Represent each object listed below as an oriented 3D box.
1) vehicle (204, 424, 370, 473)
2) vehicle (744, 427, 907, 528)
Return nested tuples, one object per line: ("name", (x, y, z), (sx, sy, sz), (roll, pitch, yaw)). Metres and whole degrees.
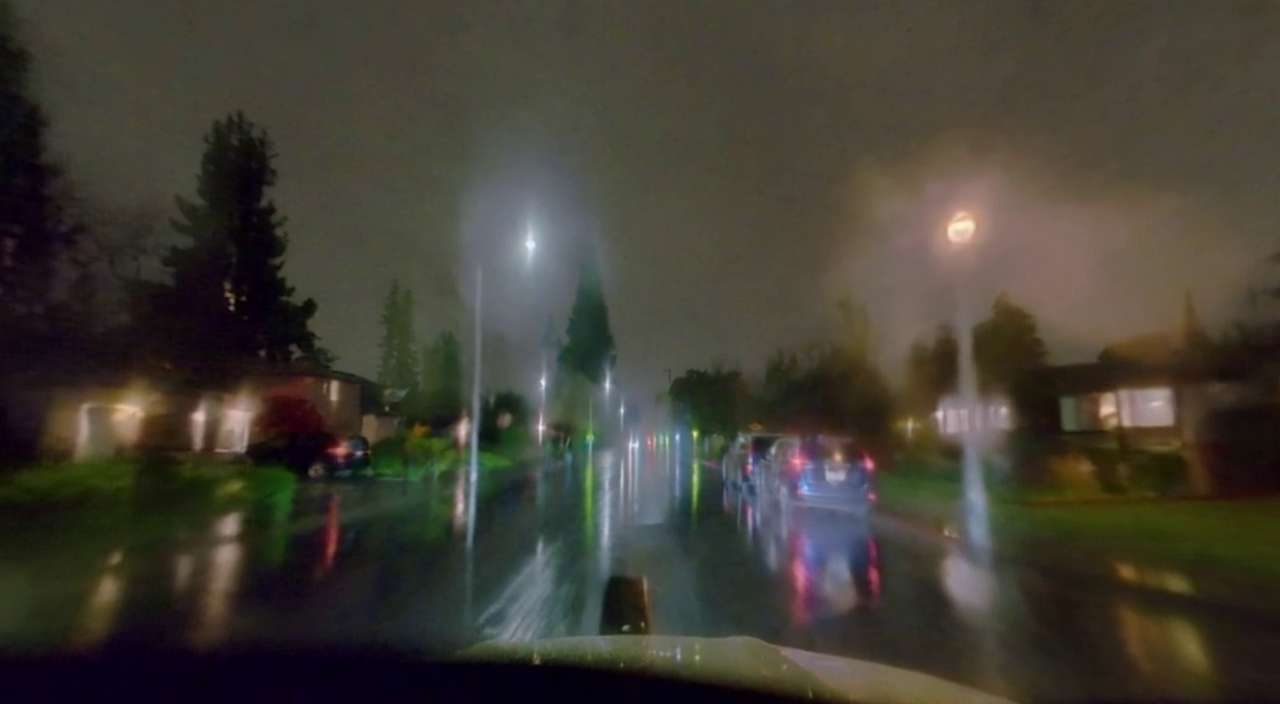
("vehicle", (-12.695, 3.476, 22.851), (4.906, 1.564, 1.988), (1, -8, 6))
("vehicle", (3.655, 2.555, 13.482), (2.046, 1.760, 4.570), (0, -8, 0))
